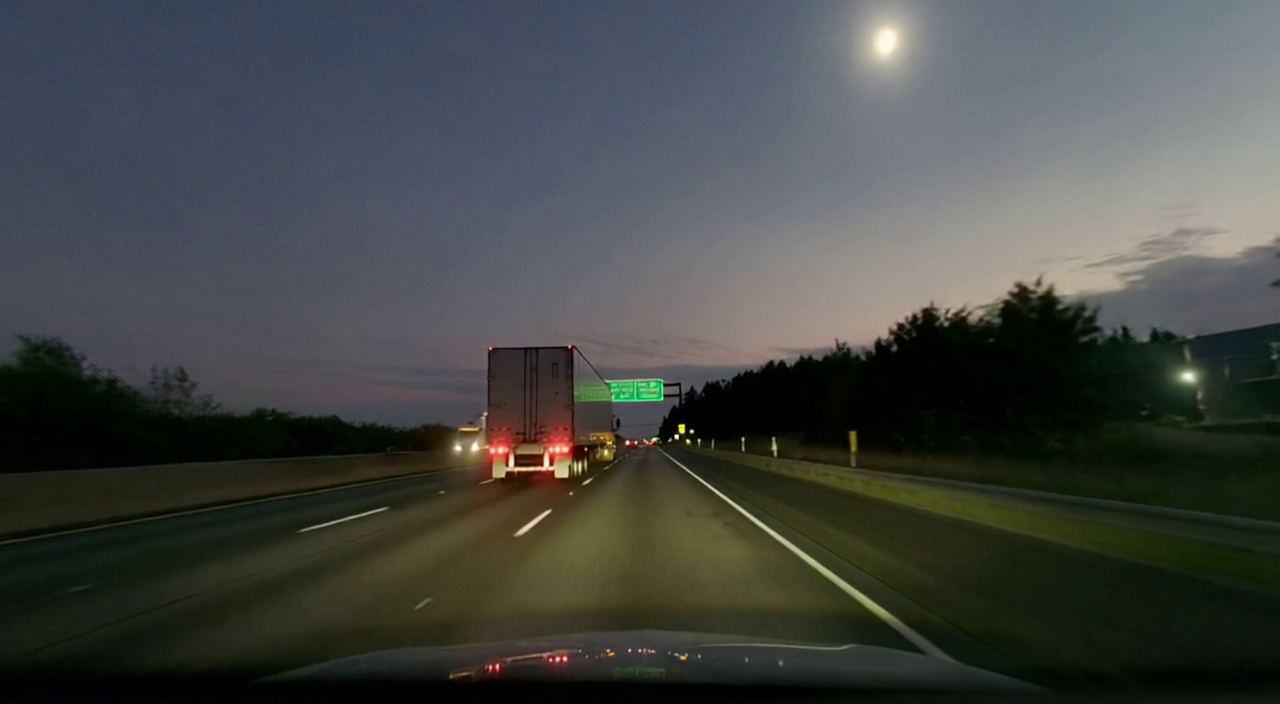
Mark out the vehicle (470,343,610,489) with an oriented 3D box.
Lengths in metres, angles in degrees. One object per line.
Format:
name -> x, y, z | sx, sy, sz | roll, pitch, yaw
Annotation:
vehicle -> -3.101, 2.779, 24.586 | 2.947, 4.051, 14.256 | 0, -8, 1
